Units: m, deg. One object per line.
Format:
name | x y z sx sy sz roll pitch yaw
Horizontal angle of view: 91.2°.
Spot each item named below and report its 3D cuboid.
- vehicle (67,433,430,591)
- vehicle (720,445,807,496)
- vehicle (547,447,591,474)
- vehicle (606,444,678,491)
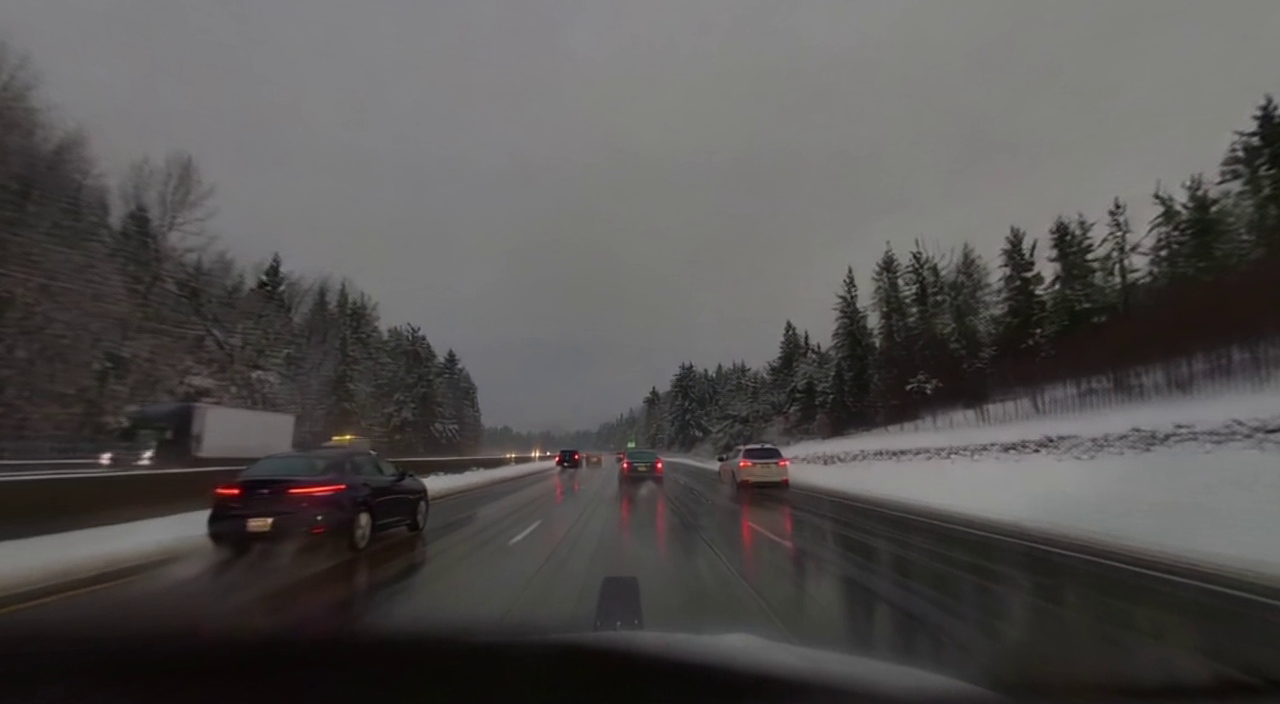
vehicle | -4.416 1.839 8.062 2.017 1.469 4.113 0 -9 -1
vehicle | 4.120 4.033 21.757 2.035 1.571 4.413 0 -9 -1
vehicle | -4.746 7.387 42.819 2.545 1.679 4.267 0 -9 -1
vehicle | 0.034 4.569 25.126 2.634 1.679 4.070 0 -9 -1
